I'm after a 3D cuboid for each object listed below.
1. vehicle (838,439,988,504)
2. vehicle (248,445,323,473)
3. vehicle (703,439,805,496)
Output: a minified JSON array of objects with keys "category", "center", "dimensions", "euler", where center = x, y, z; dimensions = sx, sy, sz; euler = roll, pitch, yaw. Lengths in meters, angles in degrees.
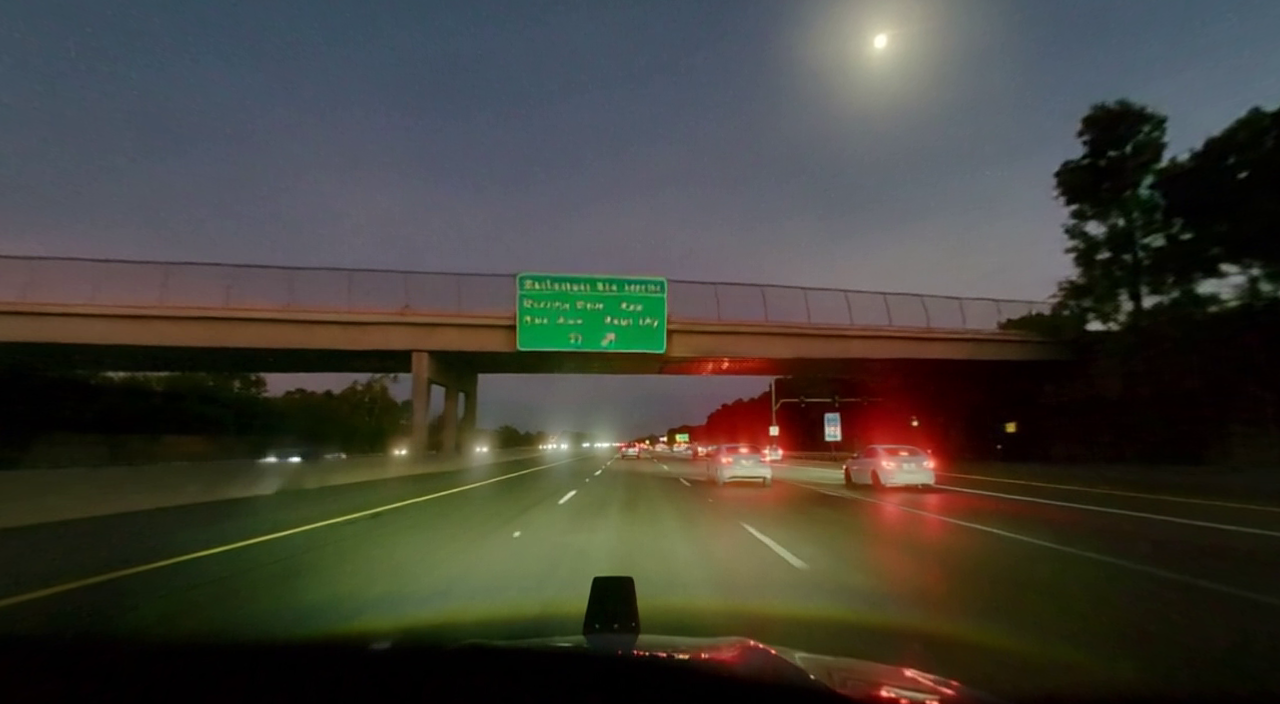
[{"category":"vehicle","center":[7.126,3.147,17.104],"dimensions":[1.946,1.497,4.467],"euler":[0,-8,-1]},{"category":"vehicle","center":[-20.403,6.142,36.589],"dimensions":[1.889,1.491,4.573],"euler":[1,-8,-3]},{"category":"vehicle","center":[3.201,3.347,18.772],"dimensions":[2.076,1.472,4.562],"euler":[0,-8,-2]}]
